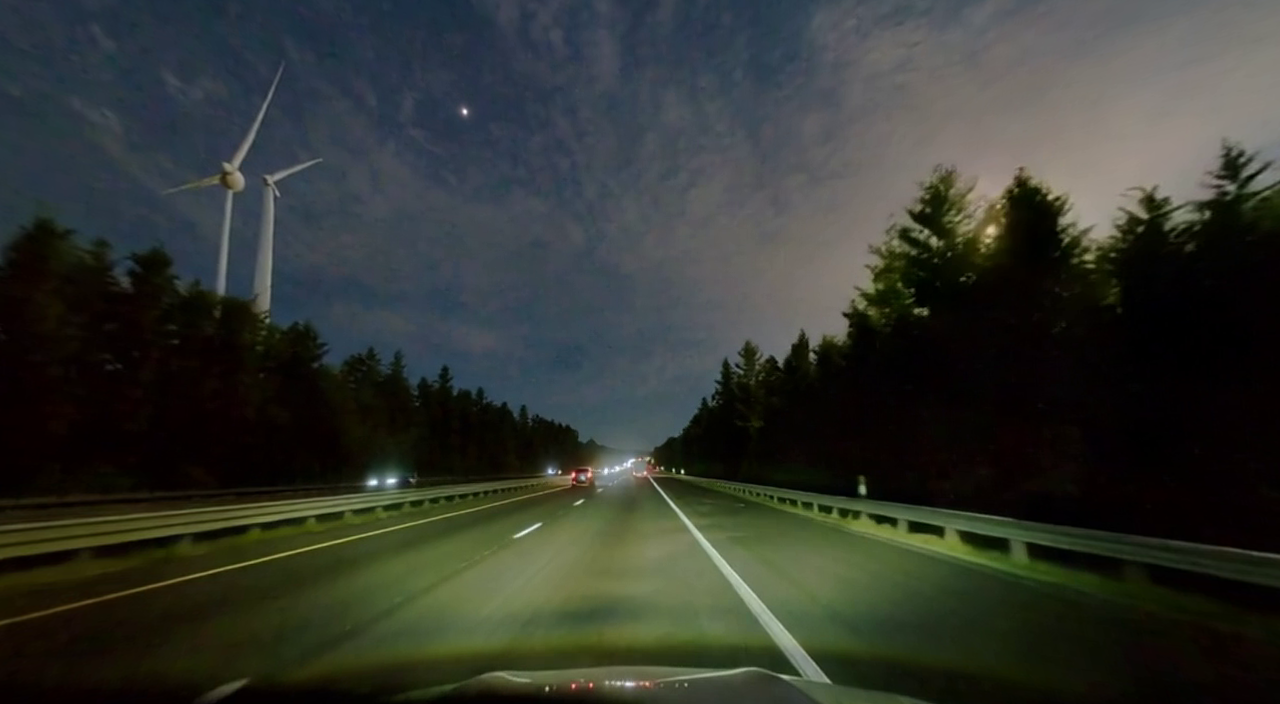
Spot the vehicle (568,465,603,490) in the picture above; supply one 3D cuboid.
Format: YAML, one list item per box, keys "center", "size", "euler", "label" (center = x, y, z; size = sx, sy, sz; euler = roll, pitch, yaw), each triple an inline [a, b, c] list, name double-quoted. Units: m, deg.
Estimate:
- center: [-3.898, 9.125, 46.024]
  size: [2.124, 1.705, 4.440]
  euler: [1, -11, 0]
  label: "vehicle"

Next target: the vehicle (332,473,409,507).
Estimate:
- center: [-12.820, 6.555, 30.220]
  size: [1.822, 1.431, 4.146]
  euler: [1, -11, 0]
  label: "vehicle"
